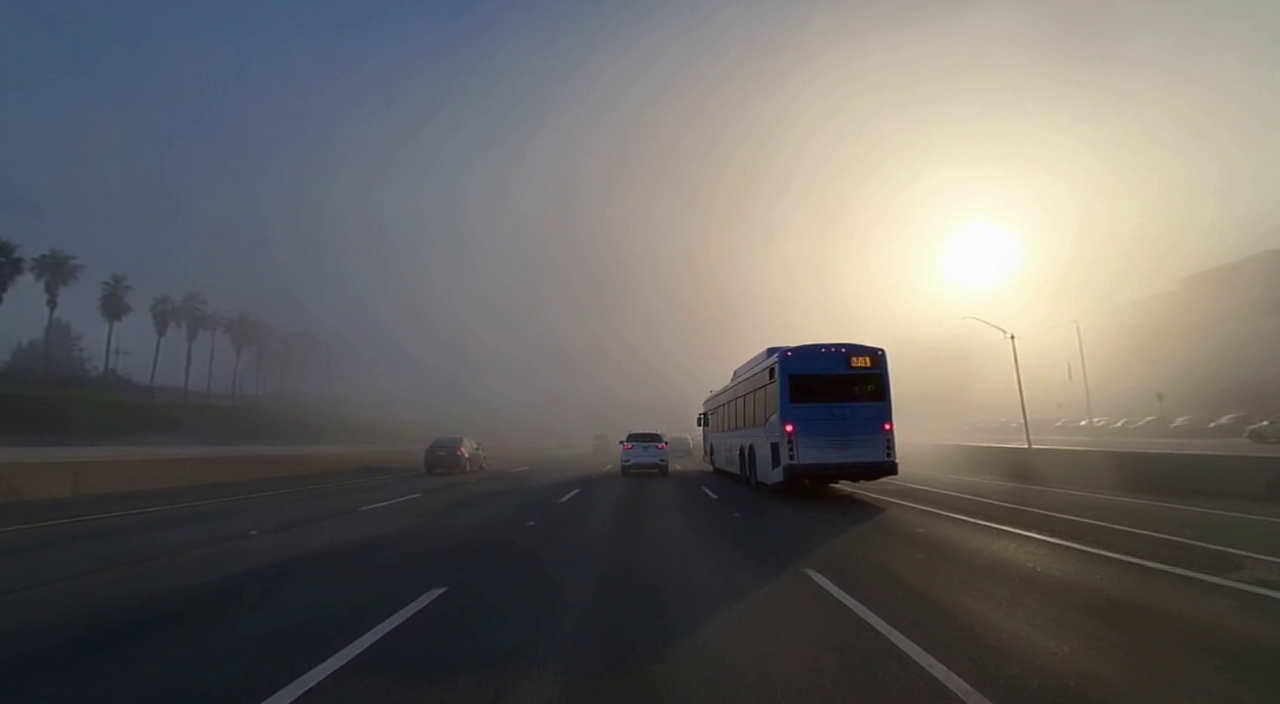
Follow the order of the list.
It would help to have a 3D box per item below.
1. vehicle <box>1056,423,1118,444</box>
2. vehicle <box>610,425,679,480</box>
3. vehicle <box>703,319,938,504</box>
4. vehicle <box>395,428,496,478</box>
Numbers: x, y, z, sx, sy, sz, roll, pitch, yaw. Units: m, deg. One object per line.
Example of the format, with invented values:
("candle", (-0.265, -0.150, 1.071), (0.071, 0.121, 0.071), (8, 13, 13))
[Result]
("vehicle", (32.450, 5.978, 45.812), (1.795, 1.481, 3.986), (-1, -9, 5))
("vehicle", (0.167, 3.606, 22.759), (2.268, 1.796, 4.280), (0, -8, 0))
("vehicle", (4.194, 2.184, 19.402), (3.020, 3.622, 14.302), (0, -8, 0))
("vehicle", (-7.377, 3.915, 24.508), (2.291, 1.729, 4.879), (0, -8, 1))
